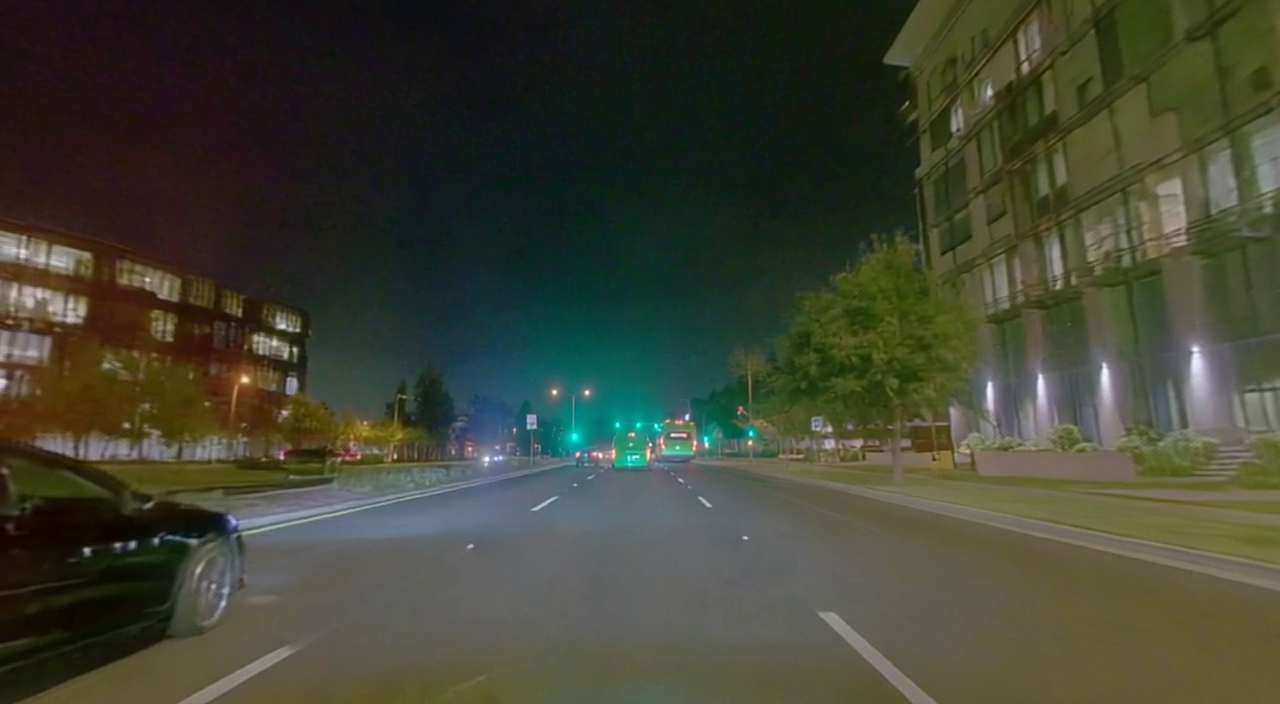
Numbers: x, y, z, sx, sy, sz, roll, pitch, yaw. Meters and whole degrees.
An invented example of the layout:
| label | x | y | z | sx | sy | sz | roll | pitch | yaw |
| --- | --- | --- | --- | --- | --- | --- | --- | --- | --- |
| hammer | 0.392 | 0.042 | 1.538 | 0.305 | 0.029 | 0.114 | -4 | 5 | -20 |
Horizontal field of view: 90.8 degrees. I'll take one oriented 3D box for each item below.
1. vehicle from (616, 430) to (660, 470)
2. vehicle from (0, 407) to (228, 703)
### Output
| label | x | y | z | sx | sy | sz | roll | pitch | yaw |
| --- | --- | --- | --- | --- | --- | --- | --- | --- | --- |
| vehicle | -0.082 | 5.670 | 36.569 | 2.336 | 2.122 | 5.207 | 0 | -9 | 1 |
| vehicle | -3.791 | 0.853 | 1.806 | 2.120 | 1.481 | 4.535 | 0 | -9 | 1 |
